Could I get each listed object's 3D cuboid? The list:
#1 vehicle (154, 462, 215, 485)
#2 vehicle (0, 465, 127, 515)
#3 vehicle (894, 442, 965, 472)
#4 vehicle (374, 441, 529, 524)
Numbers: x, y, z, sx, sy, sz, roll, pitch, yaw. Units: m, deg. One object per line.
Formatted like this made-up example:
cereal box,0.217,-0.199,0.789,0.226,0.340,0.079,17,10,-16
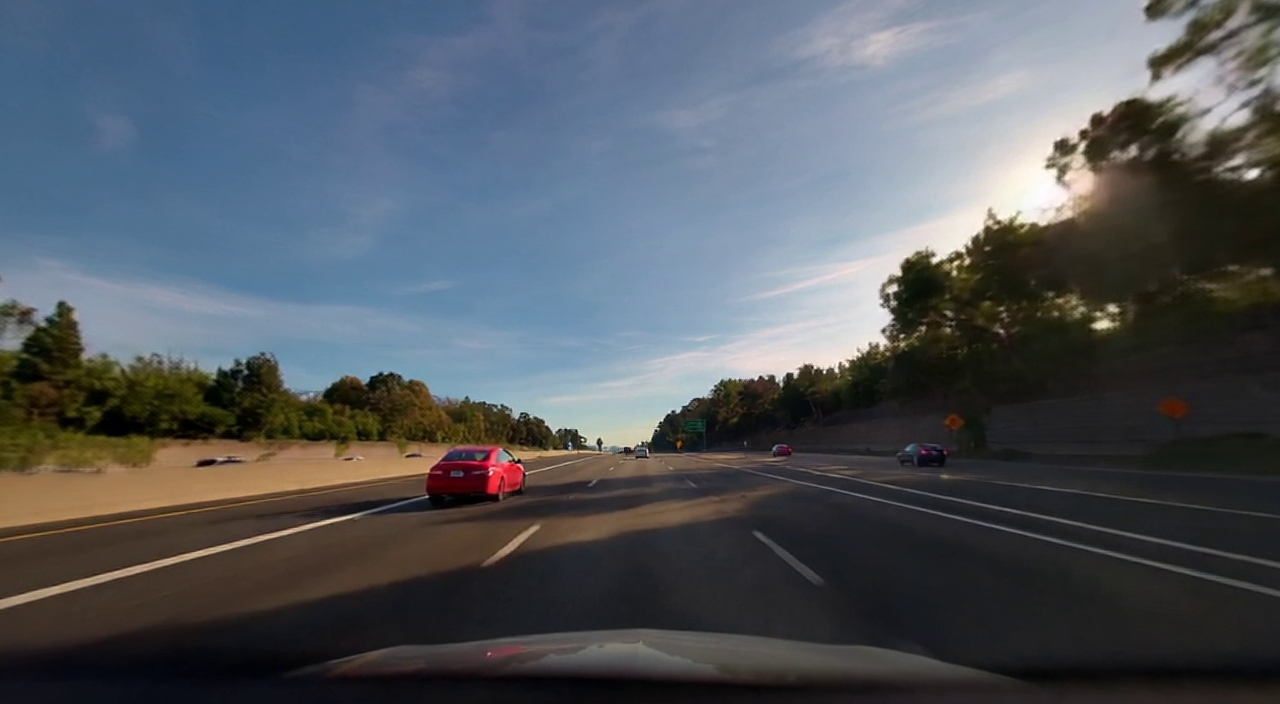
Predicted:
vehicle,-30.767,8.212,42.739,1.655,1.409,3.416,0,-9,-2
vehicle,-19.888,4.592,21.315,1.701,1.412,3.968,0,-9,0
vehicle,15.154,5.500,33.250,1.805,1.427,4.447,-1,-9,3
vehicle,-3.770,2.675,13.554,1.873,1.438,4.546,-1,-9,1
